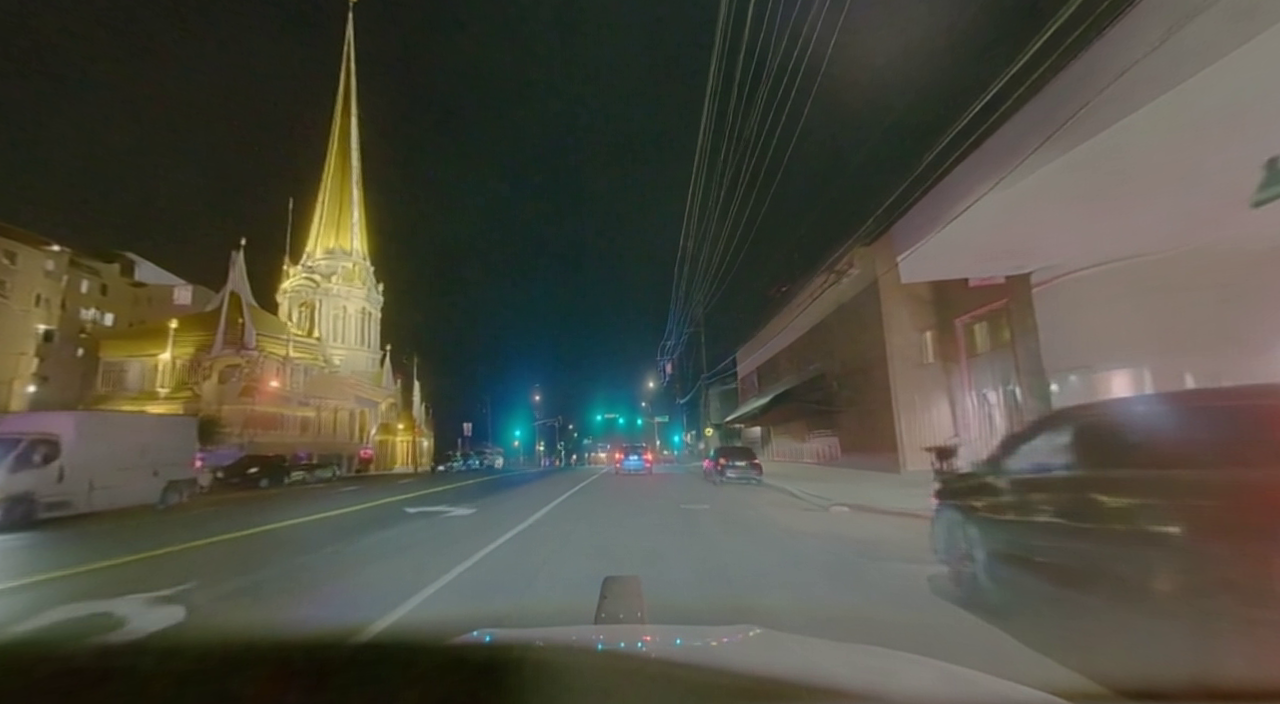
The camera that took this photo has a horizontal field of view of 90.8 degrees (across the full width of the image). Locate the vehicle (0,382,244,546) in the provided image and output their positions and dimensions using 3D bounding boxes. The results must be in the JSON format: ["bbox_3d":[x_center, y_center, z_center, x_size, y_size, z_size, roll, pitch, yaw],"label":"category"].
[{"bbox_3d":[-12.096,2.411,13.768,2.961,2.739,6.276,-4,-8,-1],"label":"vehicle"}]

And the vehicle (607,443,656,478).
[{"bbox_3d":[-0.383,4.900,28.735,2.049,1.453,4.299,0,-8,-1],"label":"vehicle"}]

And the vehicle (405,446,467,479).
[{"bbox_3d":[-12.560,6.800,39.232,2.071,1.814,5.185,-1,-8,1],"label":"vehicle"}]

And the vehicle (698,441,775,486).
[{"bbox_3d":[3.548,4.190,24.048,1.944,1.530,4.539,0,-9,-4],"label":"vehicle"}]

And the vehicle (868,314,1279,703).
[{"bbox_3d":[3.636,1.034,4.115,2.204,1.845,5.597,1,-8,0],"label":"vehicle"}]
